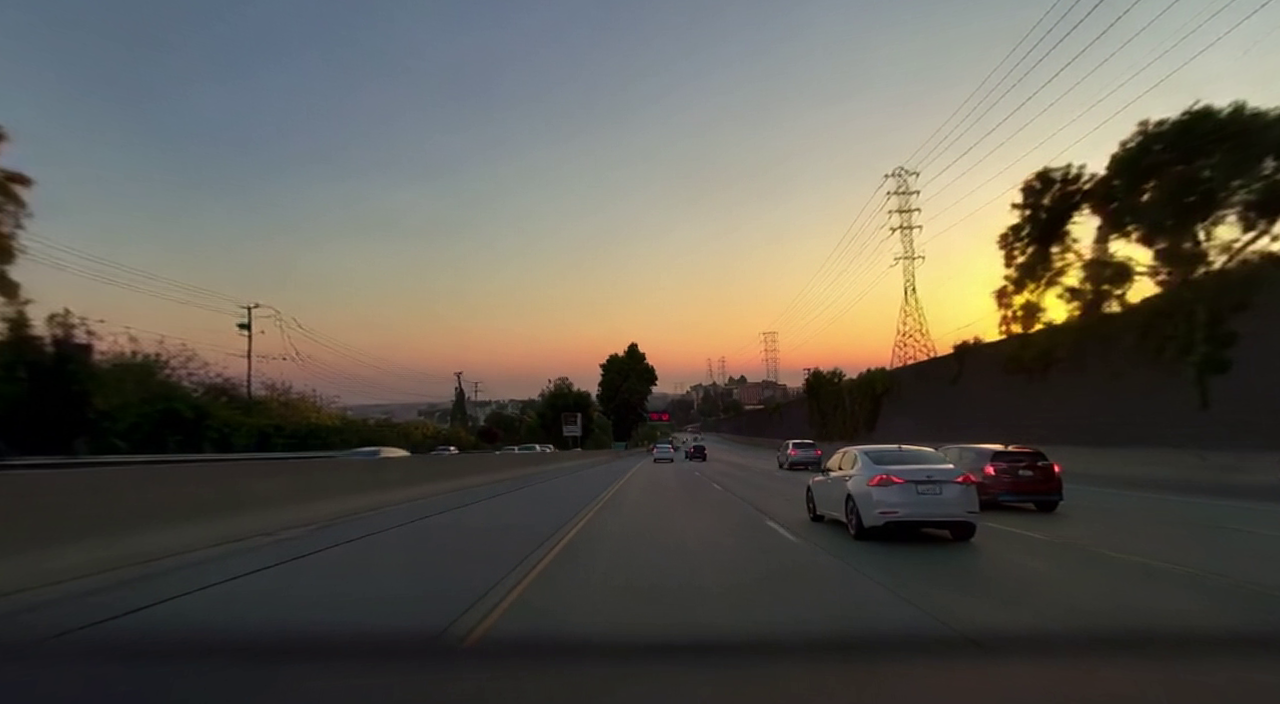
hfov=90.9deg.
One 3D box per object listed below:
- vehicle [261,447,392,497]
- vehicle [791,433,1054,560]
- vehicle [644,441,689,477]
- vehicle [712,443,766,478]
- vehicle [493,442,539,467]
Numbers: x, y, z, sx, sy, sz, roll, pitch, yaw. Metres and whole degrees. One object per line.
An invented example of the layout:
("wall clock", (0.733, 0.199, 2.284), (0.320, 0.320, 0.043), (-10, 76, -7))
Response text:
("vehicle", (-9.580, 3.669, 19.702), (1.892, 1.385, 4.029), (0, -8, 2))
("vehicle", (3.880, 2.036, 9.725), (1.986, 1.478, 4.429), (0, -8, 0))
("vehicle", (1.243, 5.059, 30.083), (2.042, 1.581, 3.769), (0, -8, 2))
("vehicle", (4.483, 4.957, 29.109), (1.936, 1.465, 4.060), (0, -8, 1))
("vehicle", (-8.614, 7.111, 44.070), (2.035, 1.654, 4.342), (-1, -8, 4))
